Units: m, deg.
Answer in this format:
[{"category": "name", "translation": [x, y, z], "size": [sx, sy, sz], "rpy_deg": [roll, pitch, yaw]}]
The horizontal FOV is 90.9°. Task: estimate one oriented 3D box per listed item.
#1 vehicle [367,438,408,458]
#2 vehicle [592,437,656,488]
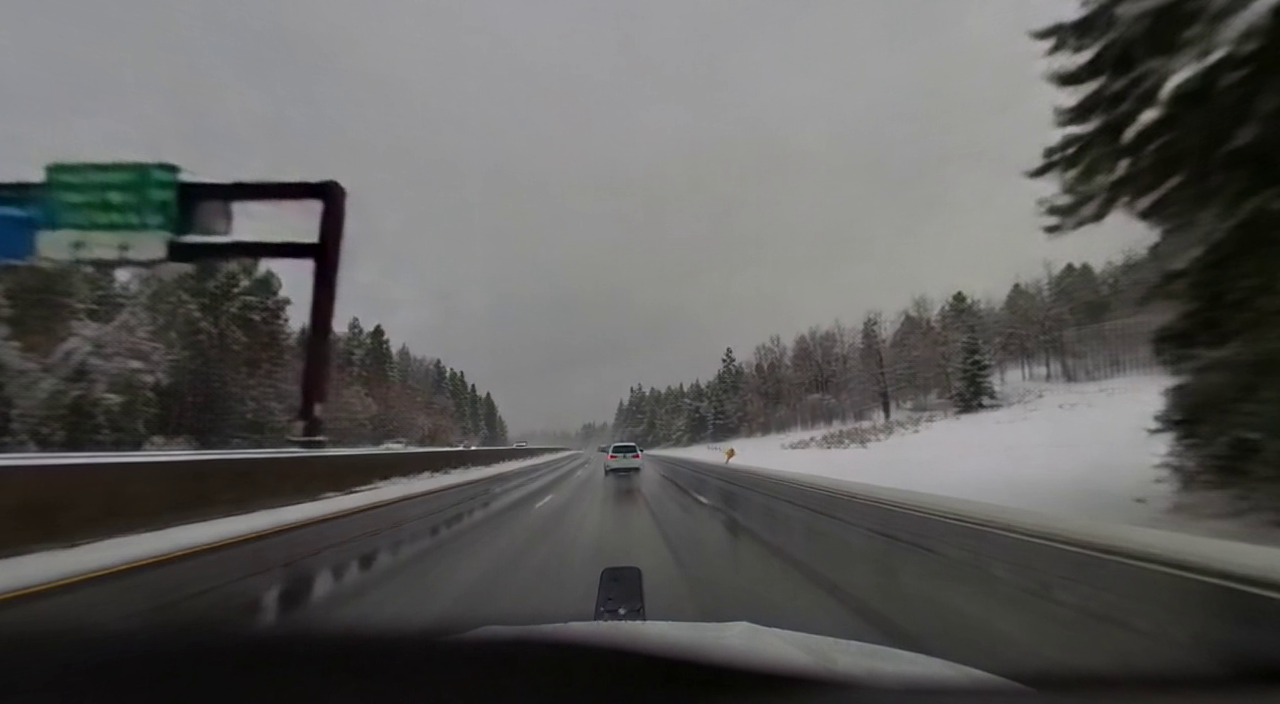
[{"category": "vehicle", "translation": [-18.890, 7.215, 47.348], "size": [1.714, 1.482, 3.643], "rpy_deg": [0, -9, -3]}, {"category": "vehicle", "translation": [-0.576, 3.786, 21.920], "size": [2.011, 1.590, 3.607], "rpy_deg": [0, -9, -2]}]
